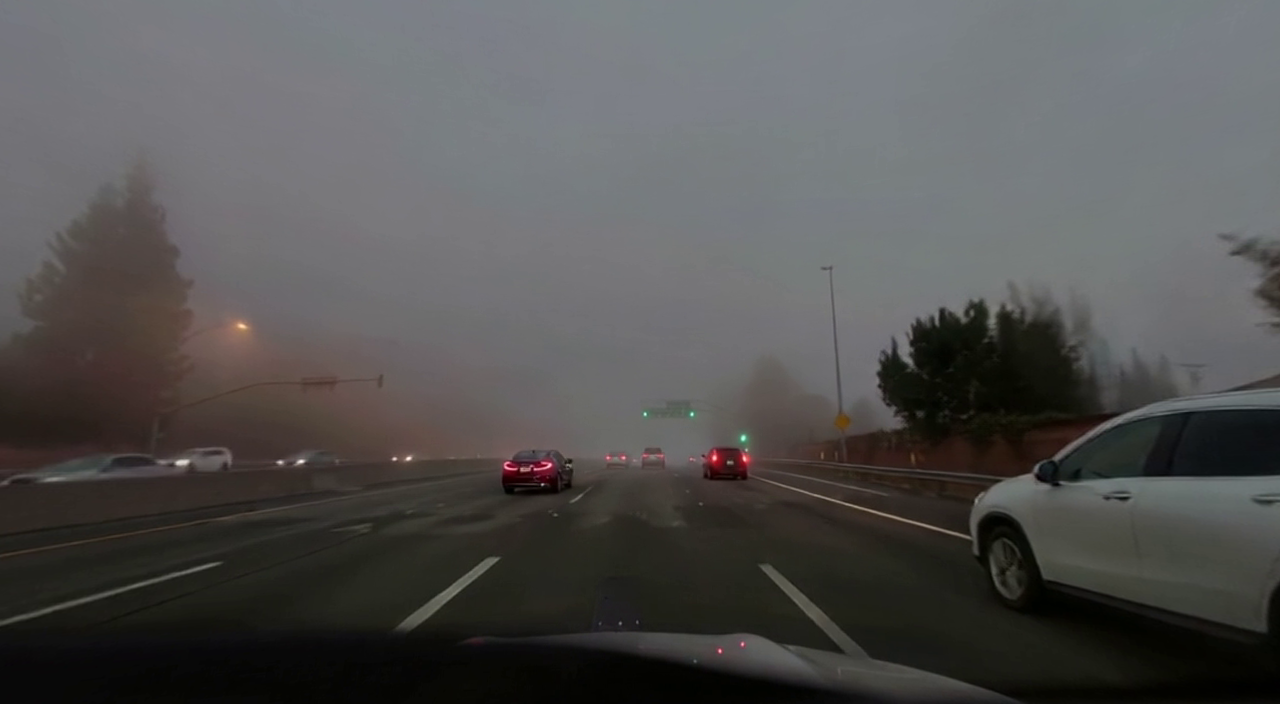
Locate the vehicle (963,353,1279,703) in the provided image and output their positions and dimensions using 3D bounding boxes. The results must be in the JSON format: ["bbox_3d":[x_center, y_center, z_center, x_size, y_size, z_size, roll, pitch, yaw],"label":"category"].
[{"bbox_3d":[3.755,0.909,2.966,2.029,1.716,4.545,0,-8,0],"label":"vehicle"}]

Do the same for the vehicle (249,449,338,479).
[{"bbox_3d":[-18.503,5.972,34.023,1.977,1.492,4.744,-1,-8,2],"label":"vehicle"}]

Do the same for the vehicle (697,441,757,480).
[{"bbox_3d":[4.105,5.177,30.451,2.320,1.735,4.408,0,-8,1],"label":"vehicle"}]

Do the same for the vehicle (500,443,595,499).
[{"bbox_3d":[-2.701,3.613,19.735,2.130,1.514,4.766,0,-8,2],"label":"vehicle"}]

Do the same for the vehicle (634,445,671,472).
[{"bbox_3d":[0.937,7.355,43.777,2.408,1.748,4.217,-1,-8,3],"label":"vehicle"}]

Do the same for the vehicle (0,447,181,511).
[{"bbox_3d":[-14.972,3.286,16.954,1.854,1.449,4.476,0,-8,1],"label":"vehicle"}]

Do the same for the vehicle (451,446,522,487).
[{"bbox_3d":[-6.050,4.508,25.277,1.835,1.504,3.612,0,-8,1],"label":"vehicle"}]
